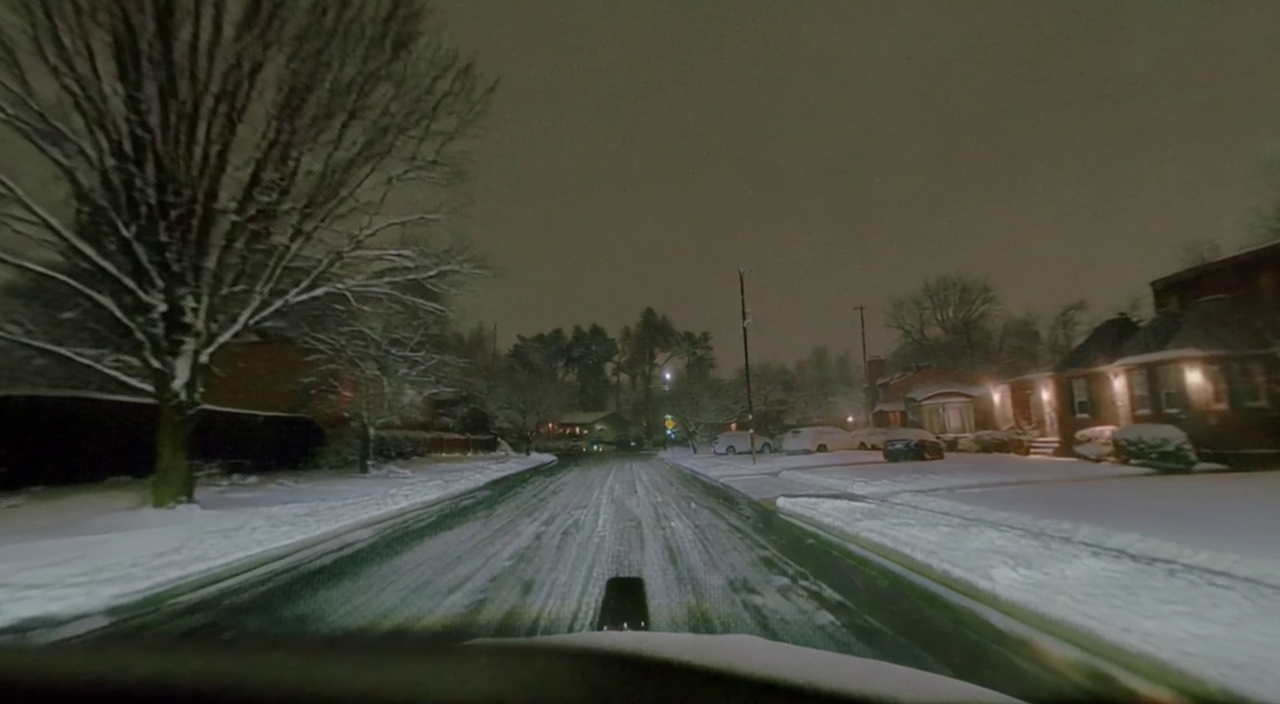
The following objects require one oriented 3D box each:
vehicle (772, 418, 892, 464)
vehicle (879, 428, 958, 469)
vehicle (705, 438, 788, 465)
[{"bbox_3d":[9.638,4.493,31.909,5.239,1.933,2.131,-3,-7,-2],"label":"vehicle"},{"bbox_3d":[11.527,3.944,25.920,2.004,1.511,4.494,-6,-10,35],"label":"vehicle"},{"bbox_3d":[5.803,5.477,34.733,4.229,1.402,1.811,0,-9,0],"label":"vehicle"}]
